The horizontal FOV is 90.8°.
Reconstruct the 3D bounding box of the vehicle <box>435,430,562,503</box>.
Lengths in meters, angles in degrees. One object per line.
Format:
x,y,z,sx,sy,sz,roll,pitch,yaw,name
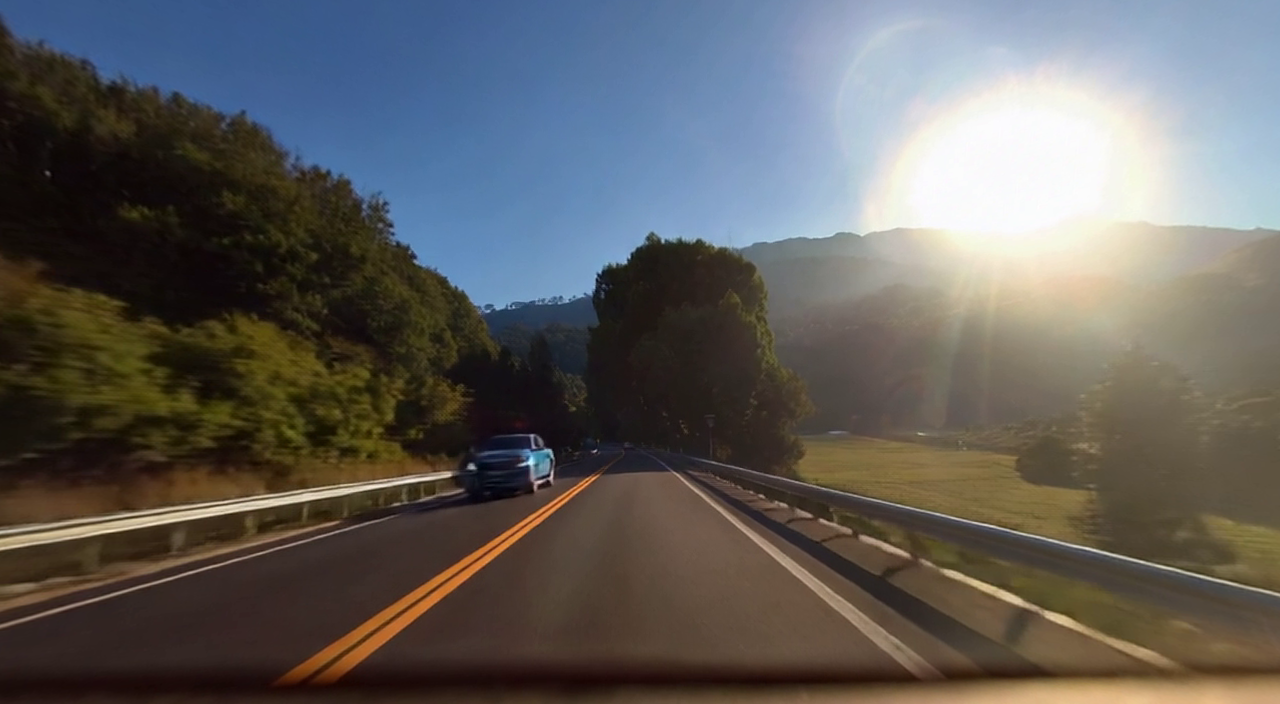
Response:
-3.795,3.191,18.082,2.415,1.750,4.927,-1,-8,1,vehicle
